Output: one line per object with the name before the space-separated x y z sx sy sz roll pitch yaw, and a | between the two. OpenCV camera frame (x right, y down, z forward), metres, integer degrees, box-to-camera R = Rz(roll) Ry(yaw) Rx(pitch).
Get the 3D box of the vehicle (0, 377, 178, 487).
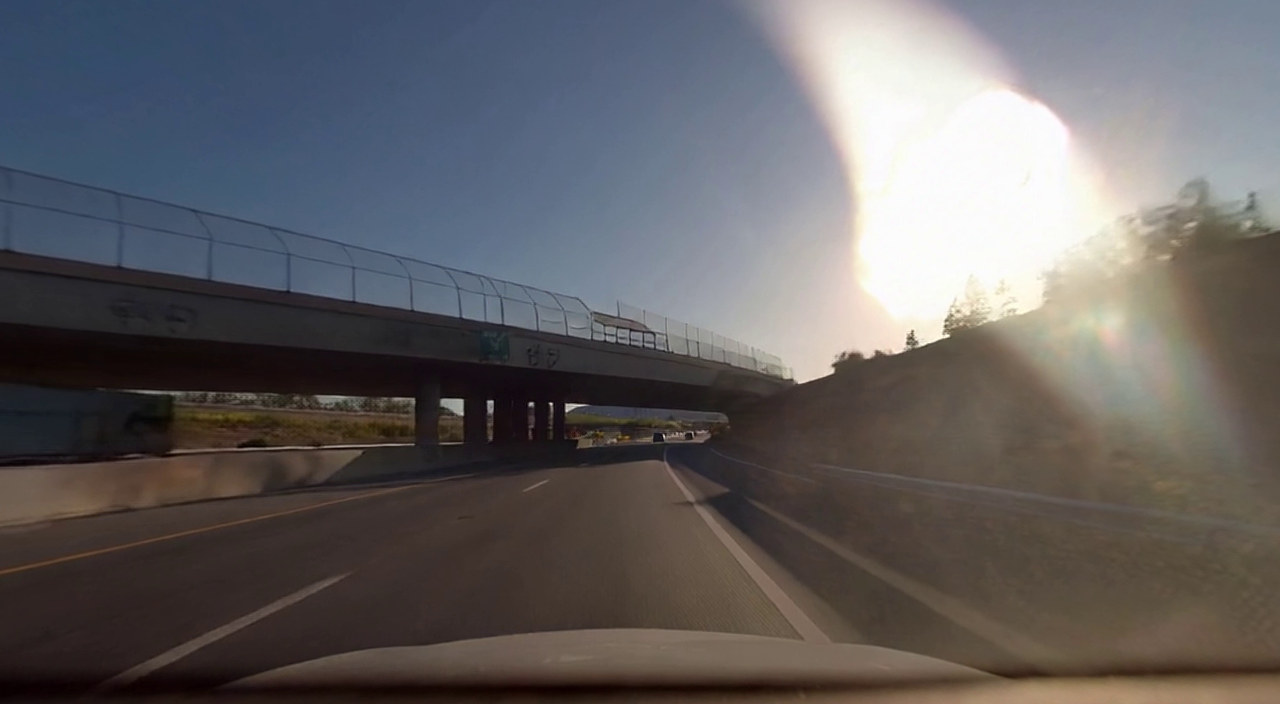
vehicle | -24.133 3.423 26.497 2.833 3.918 8.370 0 -8 0
